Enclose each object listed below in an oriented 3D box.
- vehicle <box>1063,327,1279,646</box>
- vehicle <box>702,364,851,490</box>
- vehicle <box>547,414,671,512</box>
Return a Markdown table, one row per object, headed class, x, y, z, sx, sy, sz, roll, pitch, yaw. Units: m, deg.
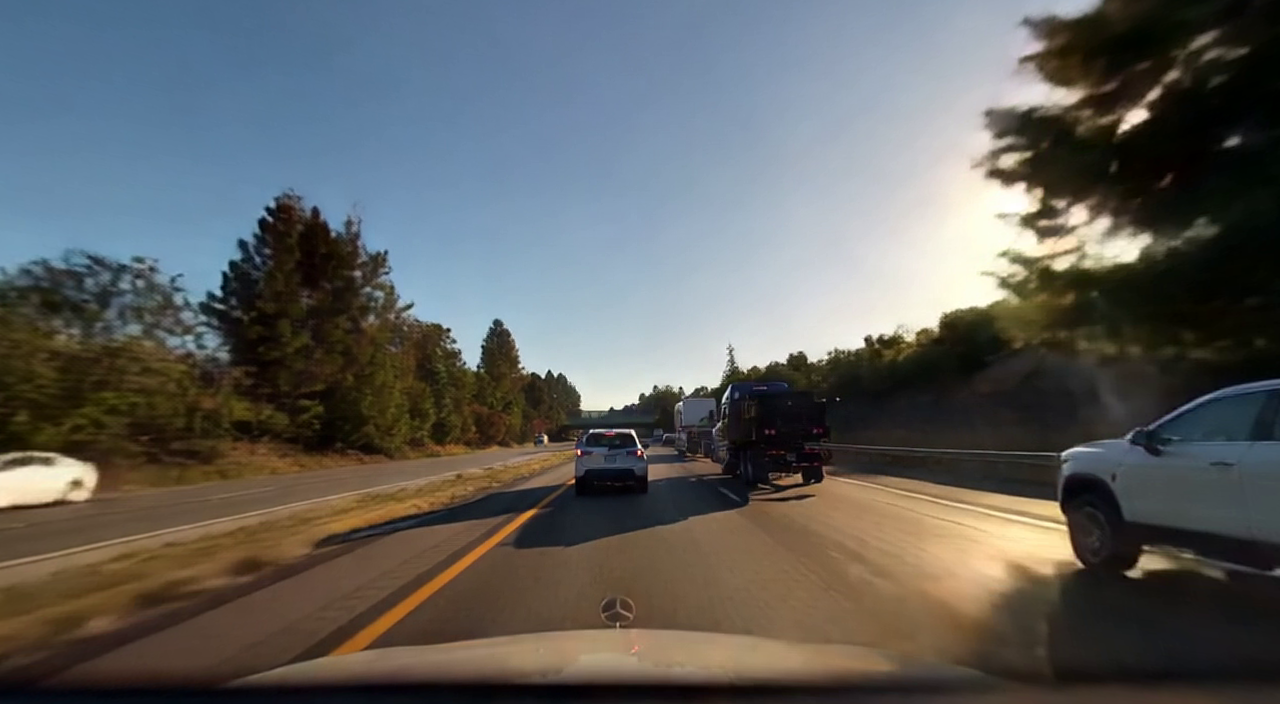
| class | x | y | z | sx | sy | sz | roll | pitch | yaw |
| --- | --- | --- | --- | --- | --- | --- | --- | --- | --- |
| vehicle | 4.856 | 0.794 | 3.698 | 2.011 | 1.905 | 3.905 | 0 | -8 | 1 |
| vehicle | 3.708 | 2.353 | 19.498 | 2.723 | 3.027 | 8.478 | 0 | -7 | 0 |
| vehicle | -0.547 | 2.133 | 12.660 | 2.082 | 1.638 | 4.055 | 0 | -8 | -1 |
